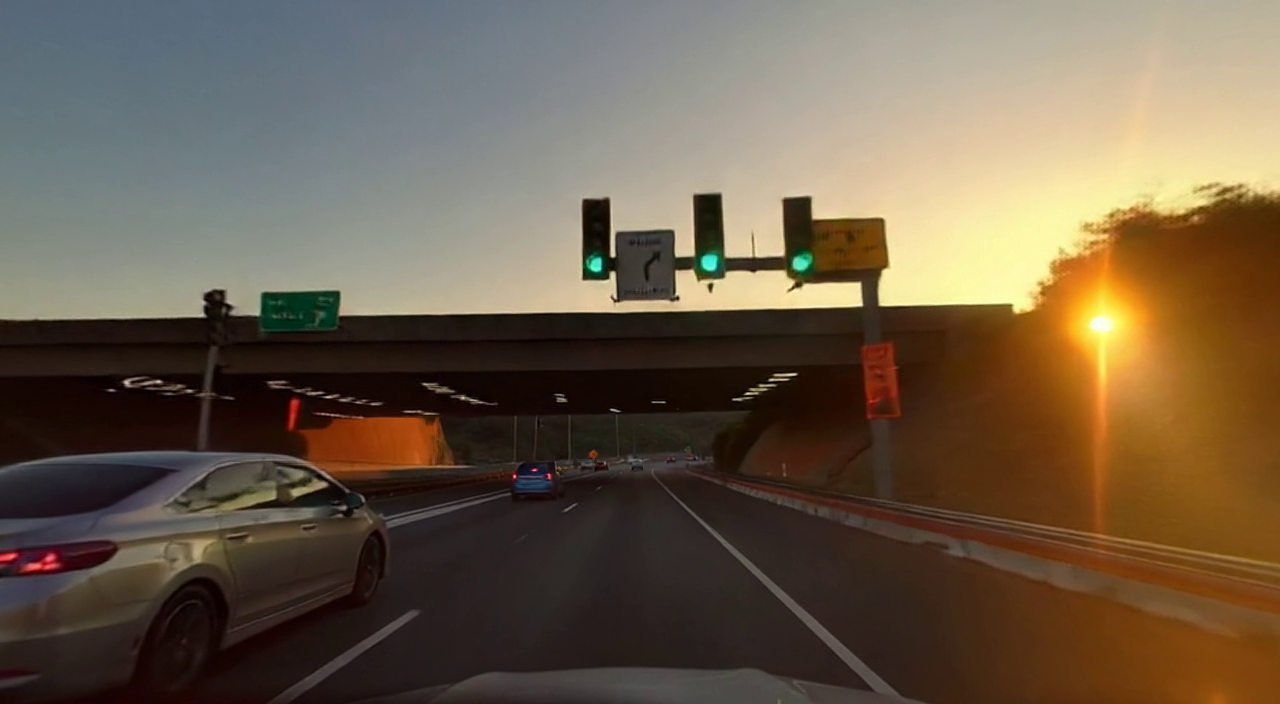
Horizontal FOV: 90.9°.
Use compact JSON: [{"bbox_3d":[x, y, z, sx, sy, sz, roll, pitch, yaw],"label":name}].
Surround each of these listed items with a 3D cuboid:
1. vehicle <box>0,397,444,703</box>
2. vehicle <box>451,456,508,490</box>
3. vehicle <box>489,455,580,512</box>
[{"bbox_3d":[-3.277,1.314,4.469,2.023,1.507,5.082,1,-10,1],"label":"vehicle"},{"bbox_3d":[-7.938,6.032,31.556,1.823,1.540,4.231,1,-10,-1],"label":"vehicle"},{"bbox_3d":[-3.029,3.891,18.908,1.992,1.466,3.690,1,-10,2],"label":"vehicle"}]
